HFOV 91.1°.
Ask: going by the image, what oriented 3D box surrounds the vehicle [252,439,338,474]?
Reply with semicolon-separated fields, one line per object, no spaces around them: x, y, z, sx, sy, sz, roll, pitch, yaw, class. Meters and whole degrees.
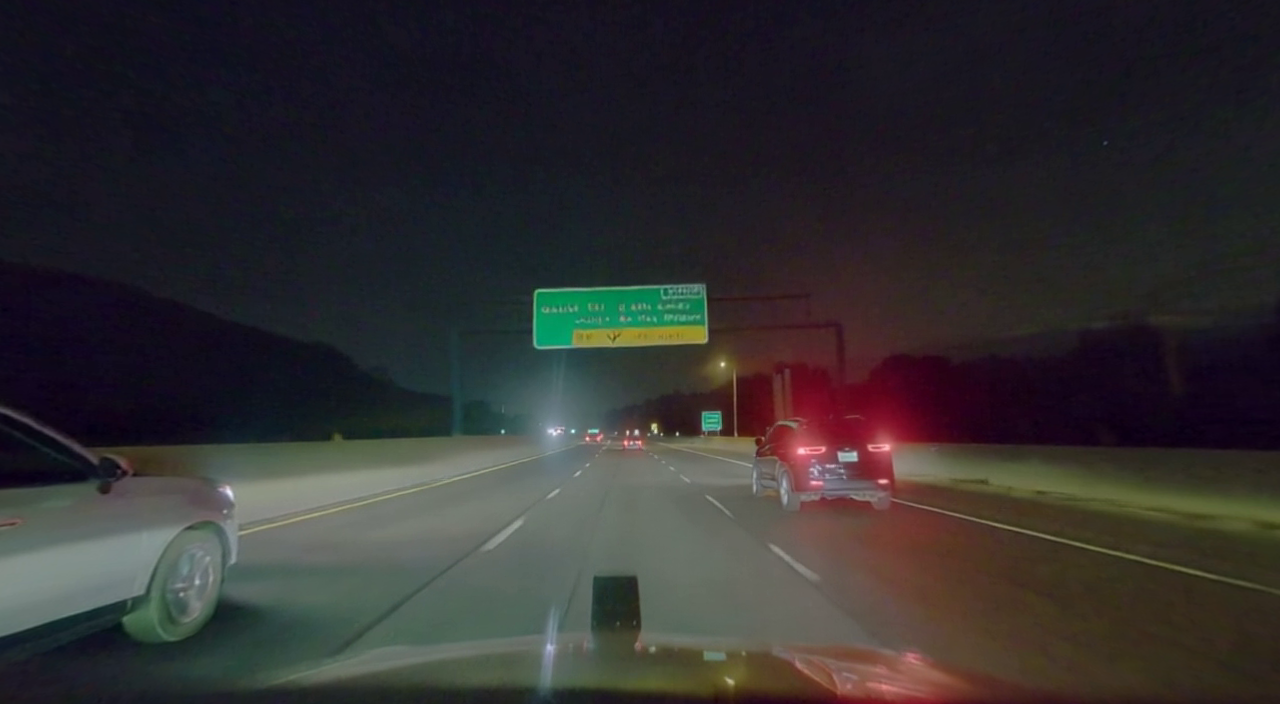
-17.033;5.143;31.341;1.892;1.581;4.322;0;-8;-1;vehicle
